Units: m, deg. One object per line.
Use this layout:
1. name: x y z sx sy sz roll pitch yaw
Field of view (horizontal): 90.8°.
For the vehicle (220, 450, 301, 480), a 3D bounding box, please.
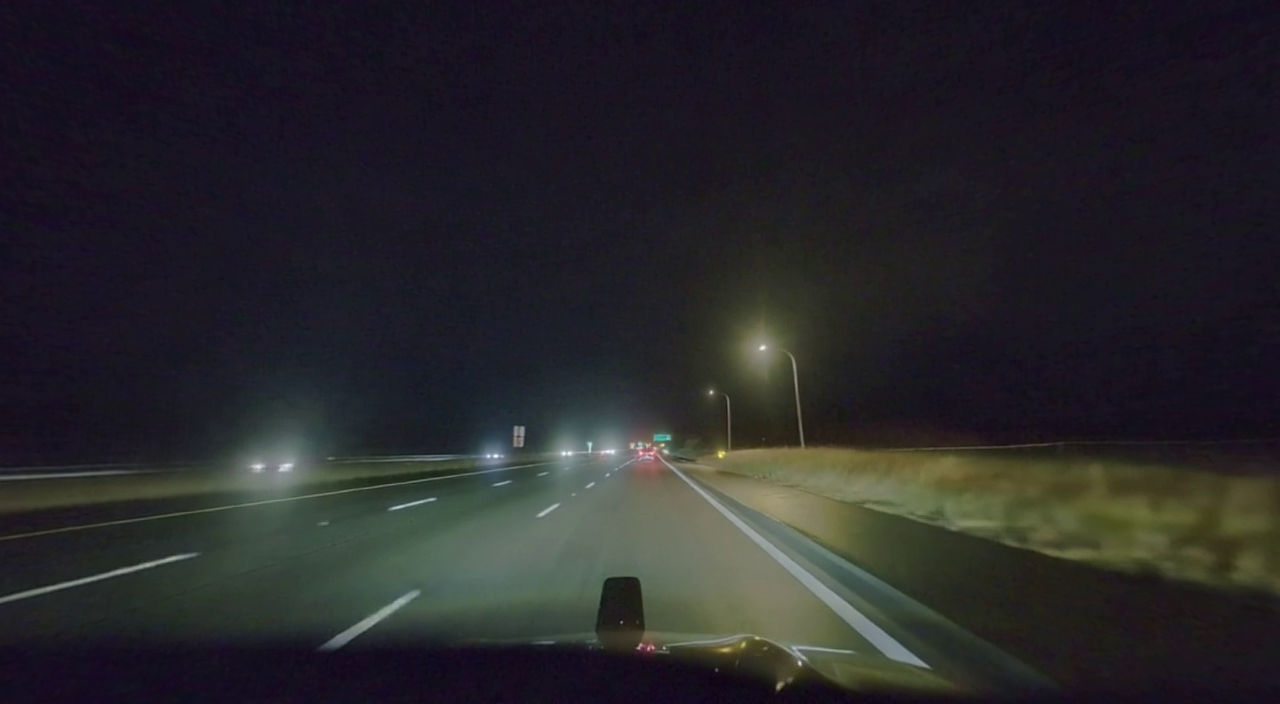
1. vehicle: -20.460 6.088 34.215 1.785 1.476 4.034 0 -9 1
